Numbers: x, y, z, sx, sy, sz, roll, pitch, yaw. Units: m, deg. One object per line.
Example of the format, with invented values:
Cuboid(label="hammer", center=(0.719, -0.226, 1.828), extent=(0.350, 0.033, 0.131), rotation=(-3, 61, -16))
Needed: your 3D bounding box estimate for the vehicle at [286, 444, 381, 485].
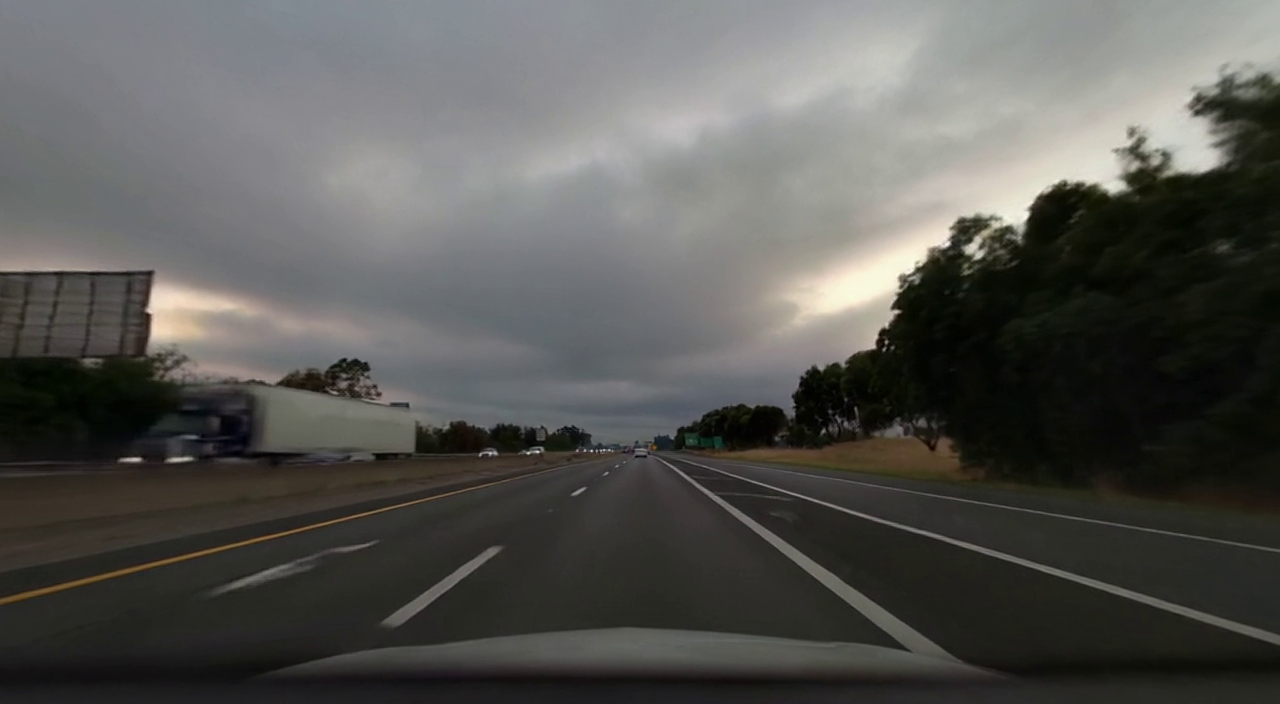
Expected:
Cuboid(label="vehicle", center=(-12.346, 4.549, 25.716), extent=(1.824, 1.517, 3.985), rotation=(0, -9, 0))

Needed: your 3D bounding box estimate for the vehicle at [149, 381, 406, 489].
Cuboid(label="vehicle", center=(-16.424, 4.346, 31.543), extent=(2.992, 3.968, 16.690), rotation=(0, -9, 0))
